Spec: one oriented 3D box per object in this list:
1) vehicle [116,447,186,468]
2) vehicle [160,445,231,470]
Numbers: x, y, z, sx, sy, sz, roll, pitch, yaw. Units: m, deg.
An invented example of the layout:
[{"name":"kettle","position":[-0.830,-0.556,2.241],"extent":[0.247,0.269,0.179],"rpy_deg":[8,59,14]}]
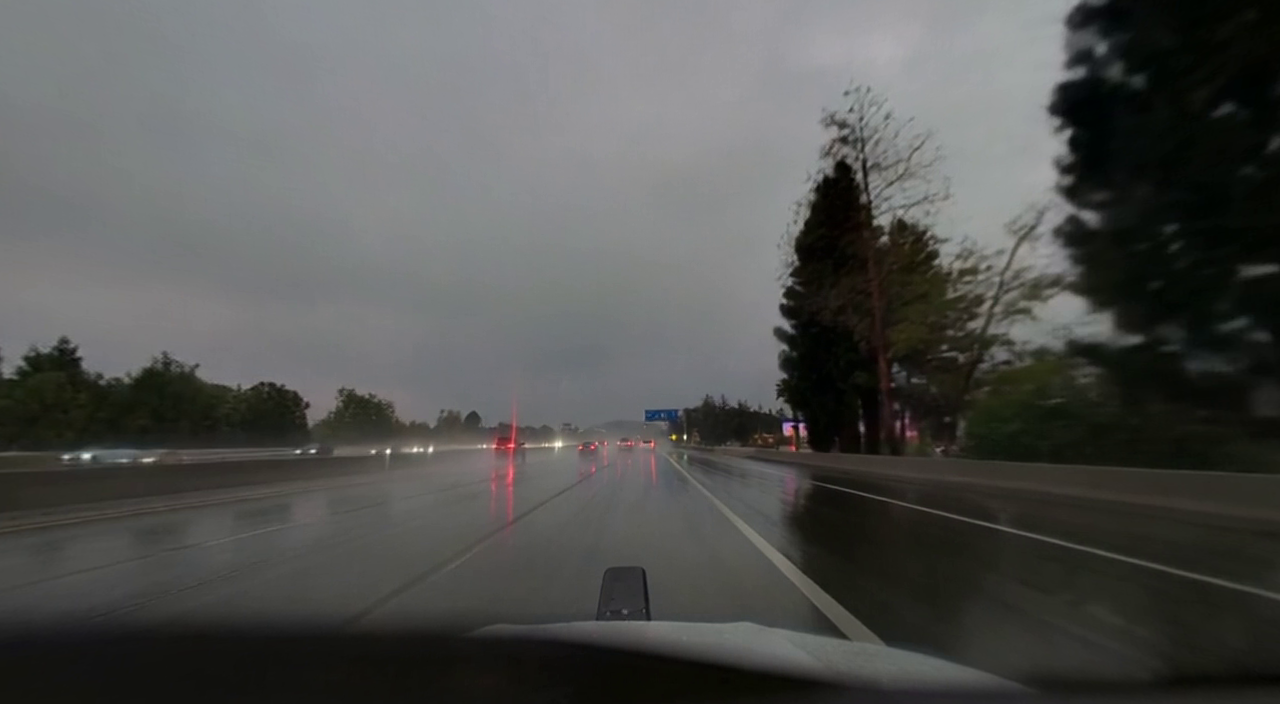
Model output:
[{"name":"vehicle","position":[-35.388,7.589,45.736],"extent":[1.828,1.420,4.153],"rpy_deg":[0,-9,-1]},{"name":"vehicle","position":[-31.836,7.528,45.284],"extent":[1.976,1.608,4.327],"rpy_deg":[-1,-8,0]}]
